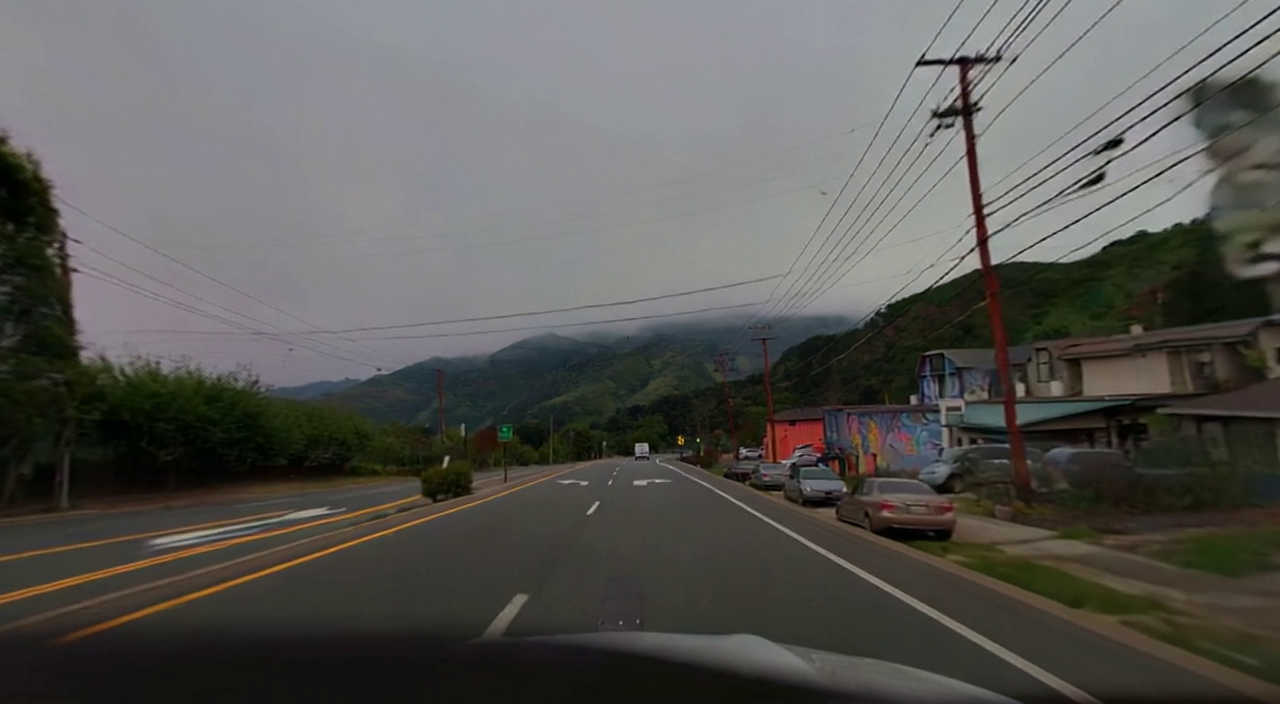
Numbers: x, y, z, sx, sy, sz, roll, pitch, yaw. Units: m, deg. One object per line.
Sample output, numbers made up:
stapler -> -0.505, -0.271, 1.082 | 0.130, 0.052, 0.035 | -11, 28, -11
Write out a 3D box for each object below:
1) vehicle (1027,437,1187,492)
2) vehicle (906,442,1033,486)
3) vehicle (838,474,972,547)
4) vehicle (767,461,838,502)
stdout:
vehicle -> 16.473, 3.977, 22.452 | 4.087, 1.834, 1.939 | 0, -9, -2
vehicle -> 15.257, 5.178, 29.431 | 4.798, 1.934, 1.908 | 0, -9, 0
vehicle -> 6.688, 4.013, 16.478 | 1.781, 1.432, 4.169 | -1, -9, 2
vehicle -> 6.924, 5.542, 27.359 | 1.838, 1.475, 4.152 | 0, -9, -1
